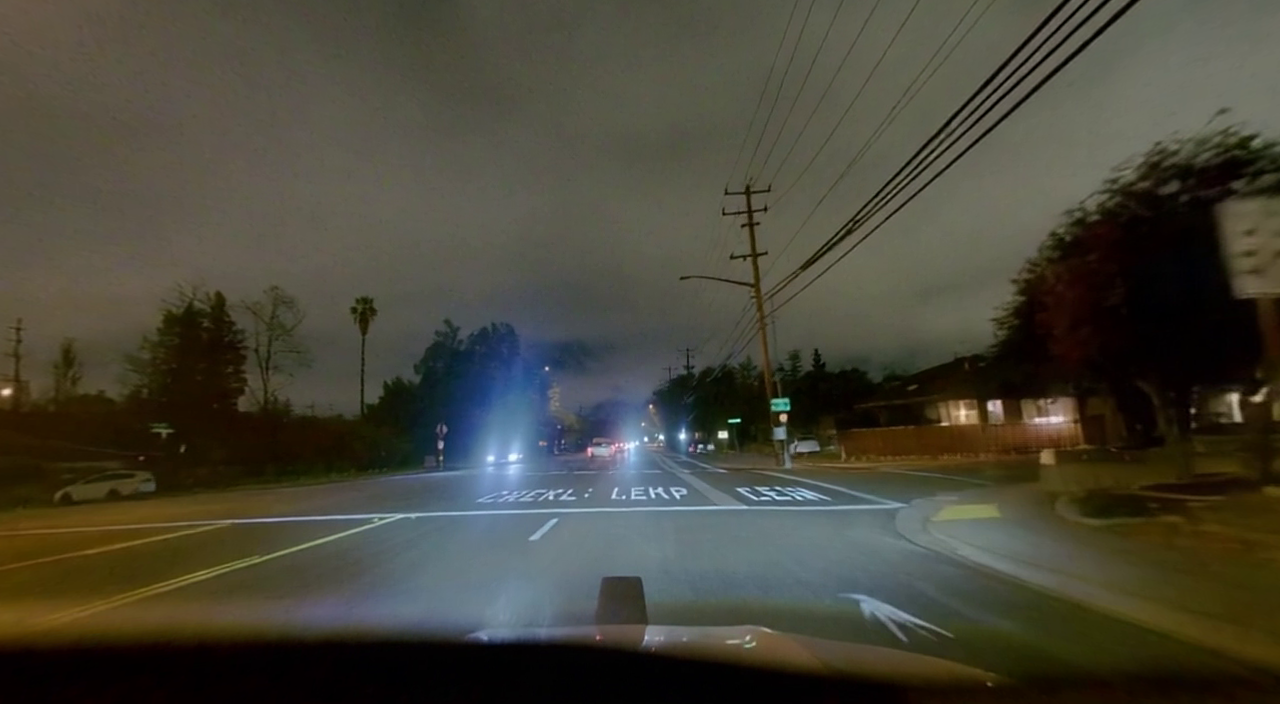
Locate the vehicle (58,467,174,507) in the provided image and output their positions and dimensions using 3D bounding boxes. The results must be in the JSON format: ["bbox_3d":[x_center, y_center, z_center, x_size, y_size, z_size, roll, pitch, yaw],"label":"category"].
[{"bbox_3d":[-27.401,7.048,33.231,1.938,1.725,4.846,0,-9,0],"label":"vehicle"}]

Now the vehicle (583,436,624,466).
[{"bbox_3d":[-2.333,6.501,41.523,2.327,1.861,4.941,0,-9,1],"label":"vehicle"}]

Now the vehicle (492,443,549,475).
[{"bbox_3d":[-6.368,5.736,34.039,2.155,1.533,4.530,-2,-9,0],"label":"vehicle"}]
